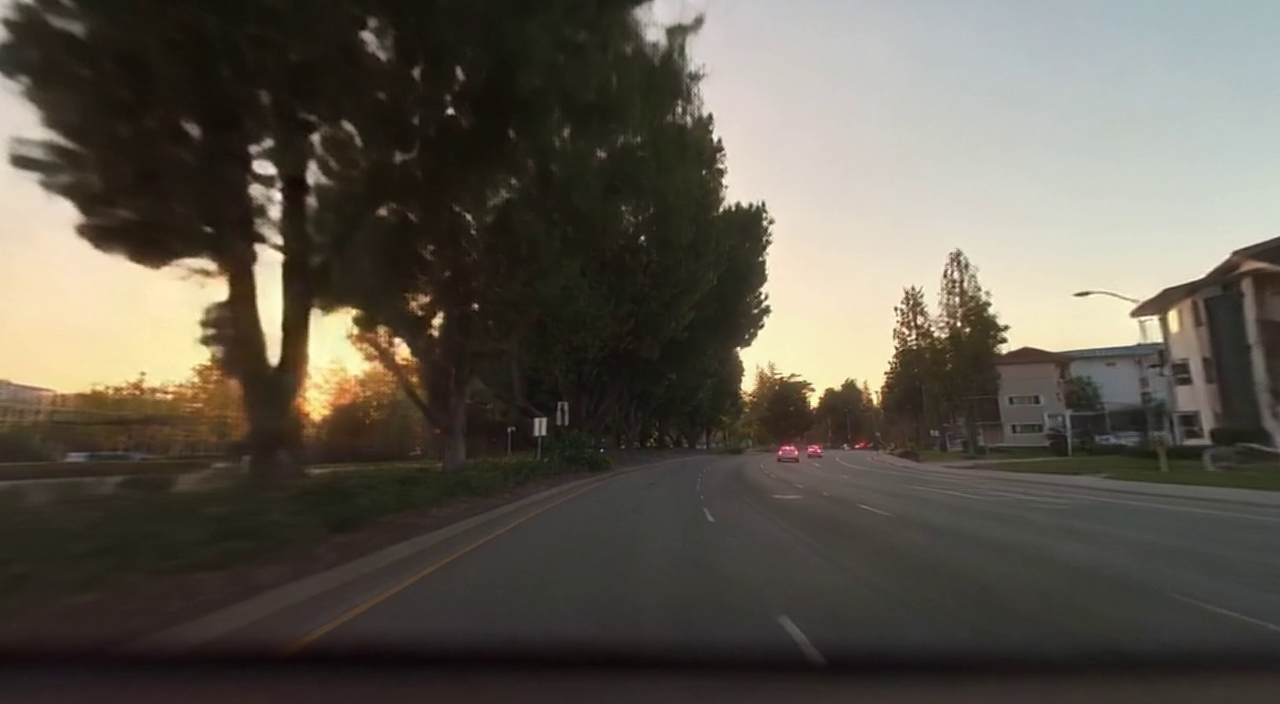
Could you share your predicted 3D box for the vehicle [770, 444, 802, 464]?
[{"bbox_3d":[11.019,7.709,47.957,1.988,1.460,3.996,-1,-9,8],"label":"vehicle"}]
